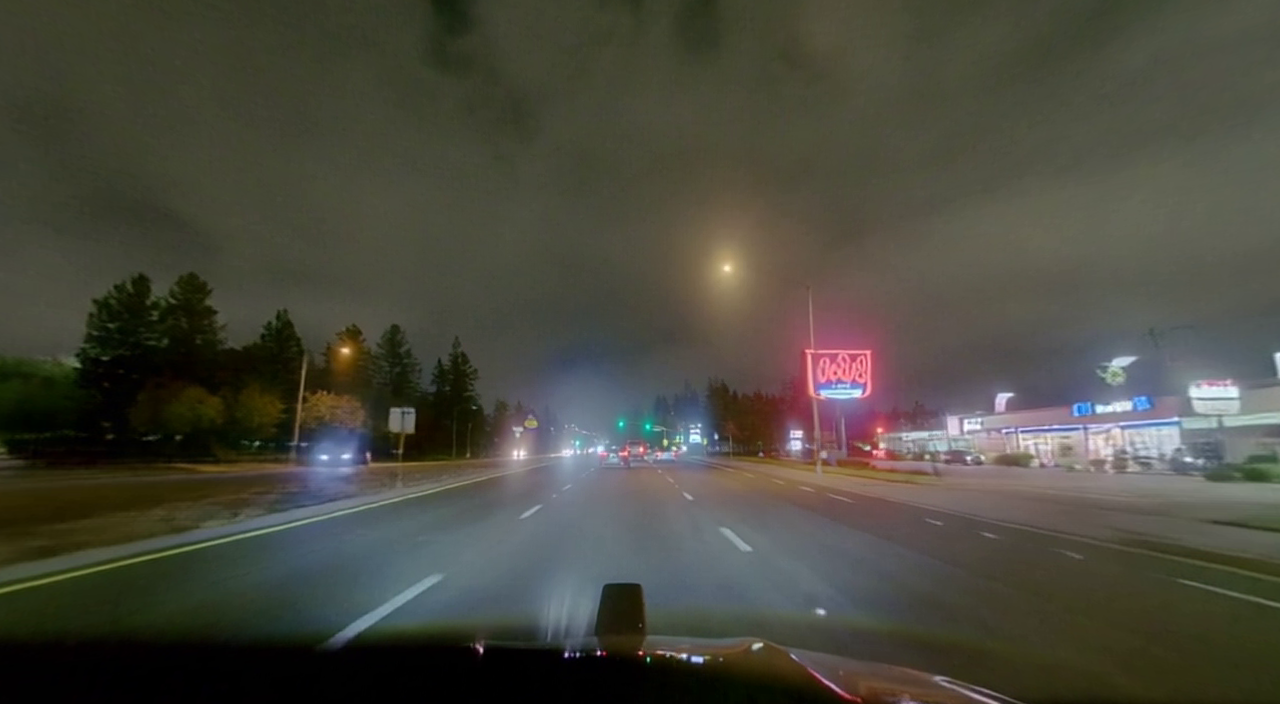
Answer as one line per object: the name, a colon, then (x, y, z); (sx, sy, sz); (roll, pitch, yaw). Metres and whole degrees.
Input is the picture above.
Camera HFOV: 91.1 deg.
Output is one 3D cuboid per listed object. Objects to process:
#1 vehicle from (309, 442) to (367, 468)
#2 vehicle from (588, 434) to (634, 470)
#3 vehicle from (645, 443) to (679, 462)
vehicle: (-21.791, 7.444, 45.502); (2.039, 1.730, 4.559); (0, -8, -1)
vehicle: (-1.570, 5.766, 36.340); (2.222, 1.899, 5.006); (0, -8, 2)
vehicle: (1.684, 7.948, 49.758); (2.113, 1.446, 4.309); (1, -8, -5)
